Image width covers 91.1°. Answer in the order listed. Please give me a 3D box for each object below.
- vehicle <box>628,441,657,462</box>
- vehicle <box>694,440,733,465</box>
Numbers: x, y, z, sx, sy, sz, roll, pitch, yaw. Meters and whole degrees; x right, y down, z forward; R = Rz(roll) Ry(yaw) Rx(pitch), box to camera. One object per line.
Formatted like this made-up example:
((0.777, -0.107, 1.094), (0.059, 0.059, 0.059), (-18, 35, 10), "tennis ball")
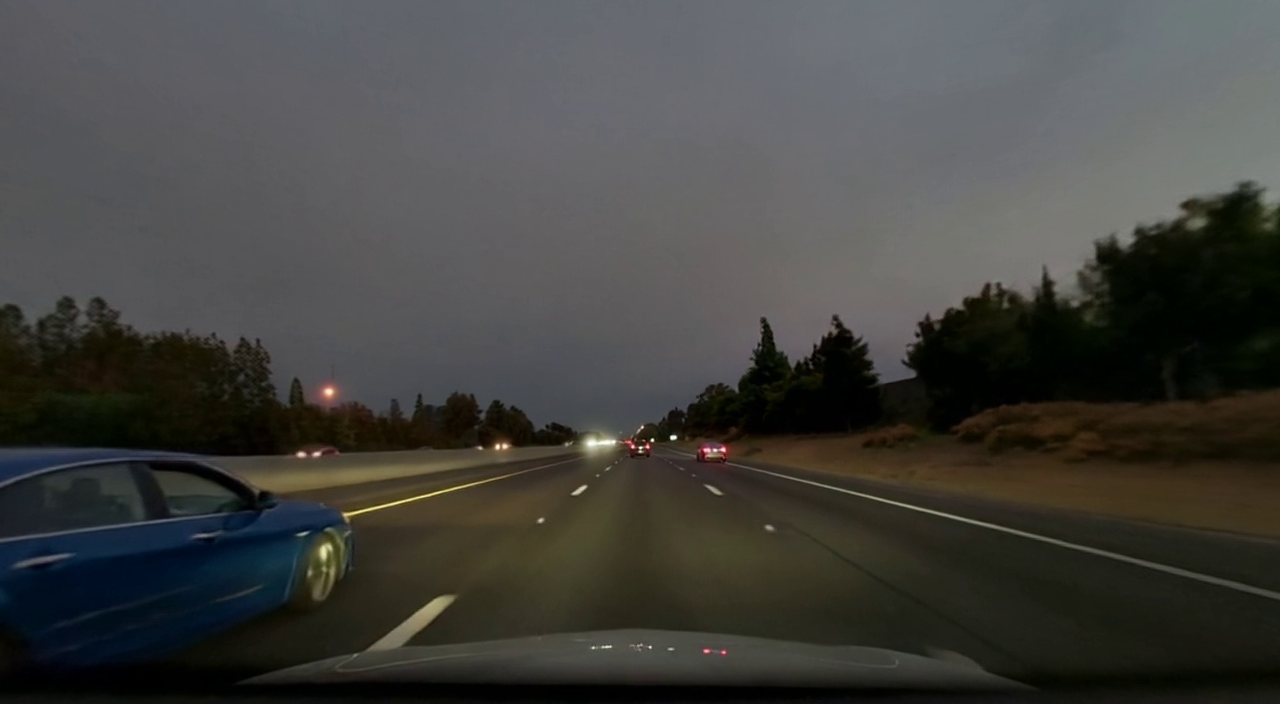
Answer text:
((0.180, 7.410, 46.955), (2.052, 1.449, 3.857), (0, -8, 0), "vehicle")
((4.740, 6.560, 41.139), (2.008, 1.524, 4.598), (0, -8, -1), "vehicle")
